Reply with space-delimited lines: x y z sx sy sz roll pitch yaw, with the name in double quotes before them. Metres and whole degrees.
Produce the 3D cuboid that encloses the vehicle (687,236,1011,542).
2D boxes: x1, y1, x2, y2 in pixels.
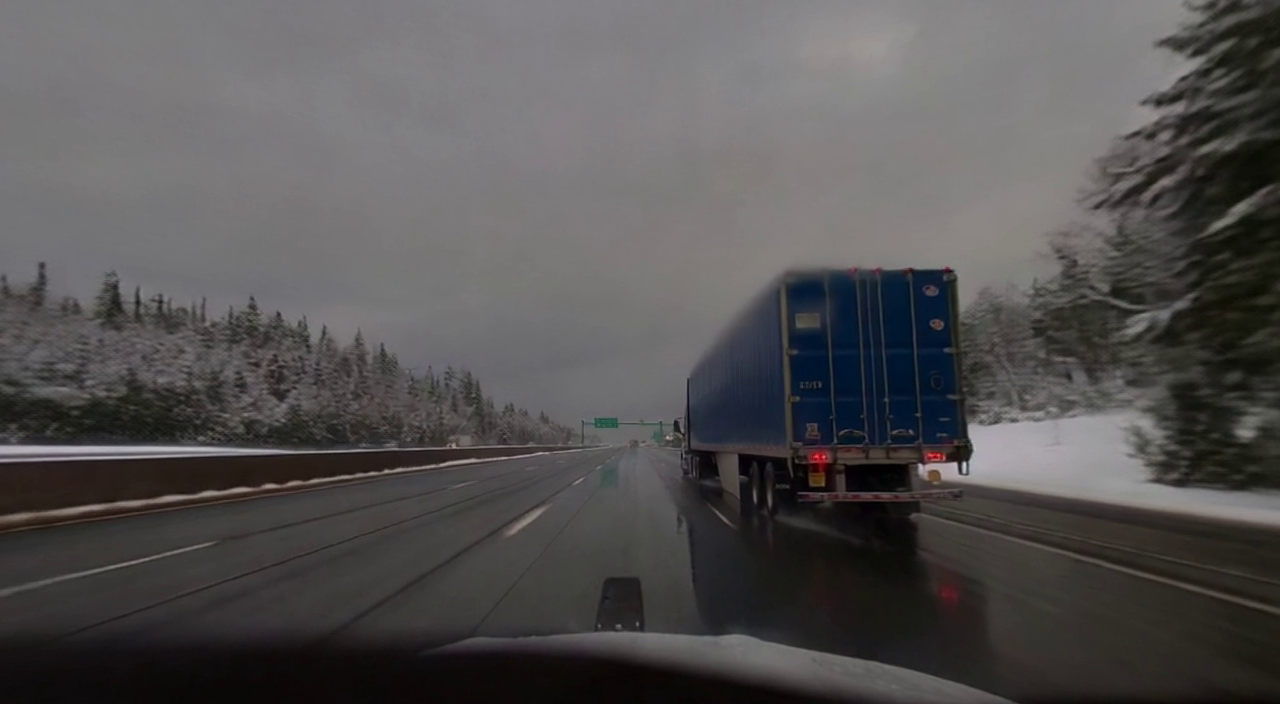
"vehicle" 3.372 1.681 16.692 2.743 4.160 16.408 0 -9 -1
